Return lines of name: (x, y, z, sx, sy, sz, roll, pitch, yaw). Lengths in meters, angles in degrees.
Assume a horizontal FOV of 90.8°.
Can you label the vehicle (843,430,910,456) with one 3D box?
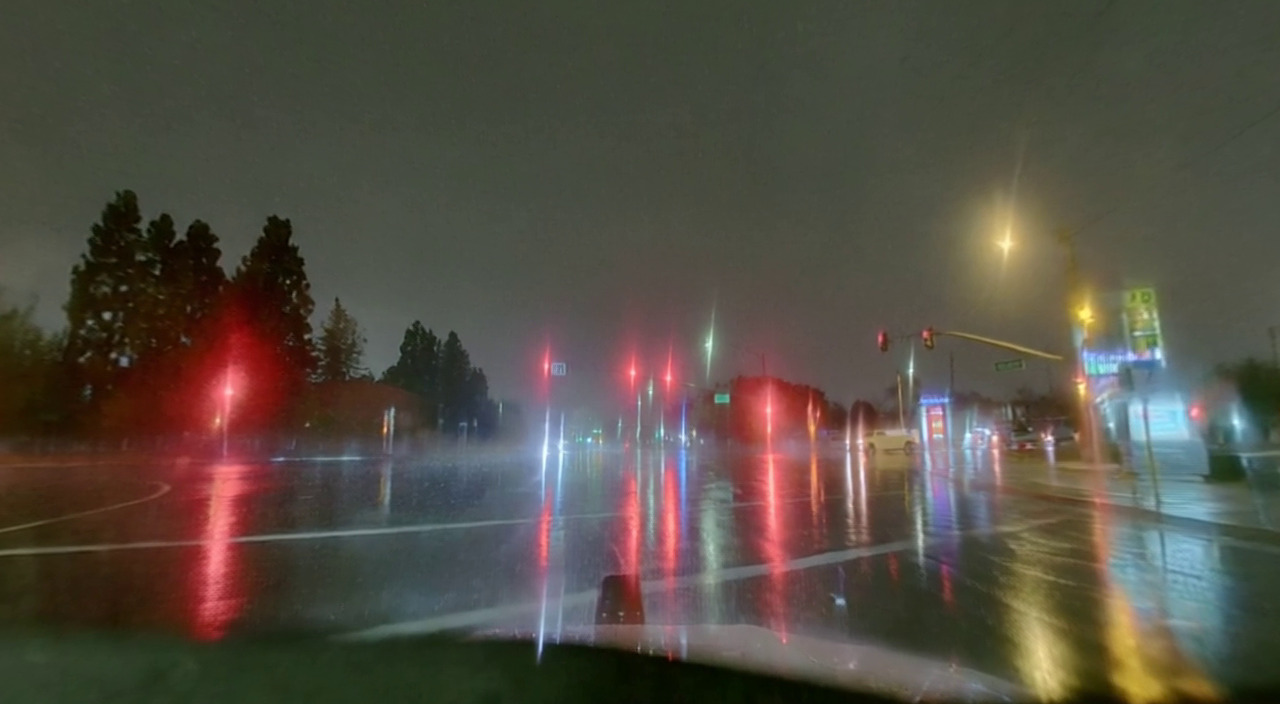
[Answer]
vehicle: (17.672, 6.791, 47.141, 4.600, 1.783, 1.970, 4, -10, -26)
